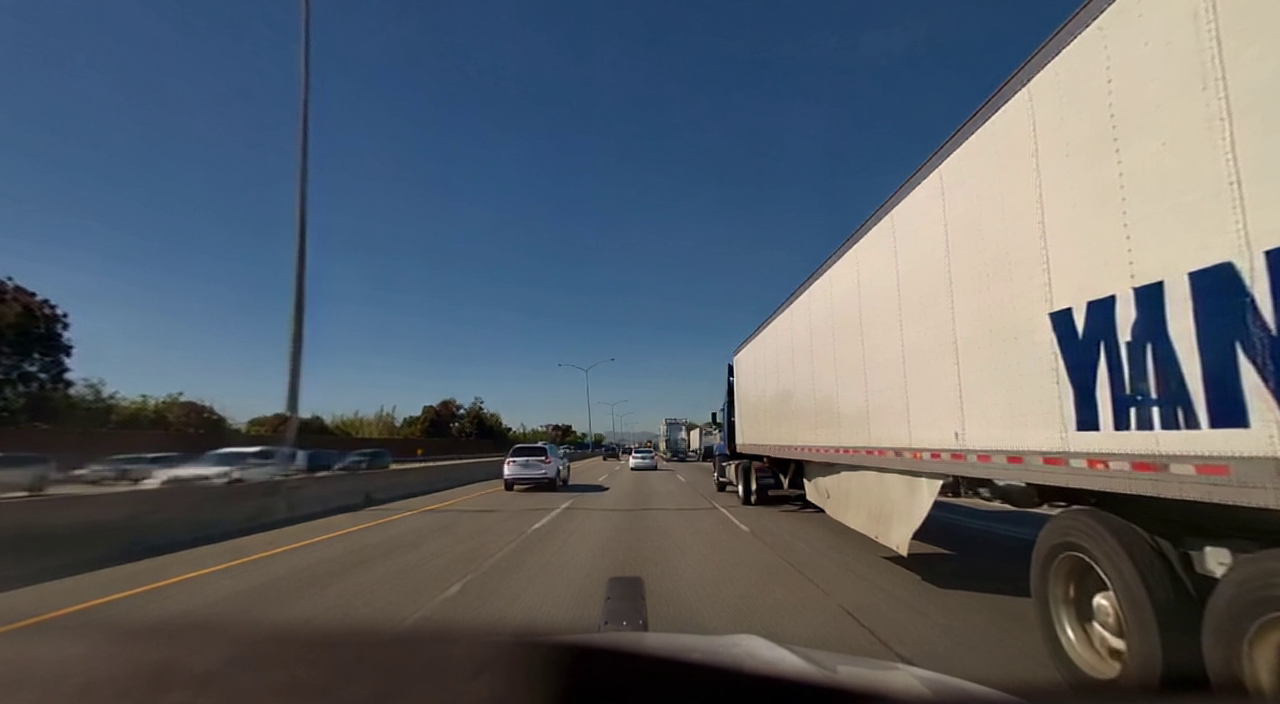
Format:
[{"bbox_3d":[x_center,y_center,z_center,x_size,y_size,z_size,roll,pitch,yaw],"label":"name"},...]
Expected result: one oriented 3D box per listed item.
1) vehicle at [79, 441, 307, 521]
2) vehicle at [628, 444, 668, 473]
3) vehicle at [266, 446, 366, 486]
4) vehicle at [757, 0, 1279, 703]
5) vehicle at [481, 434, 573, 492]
[{"bbox_3d":[-9.596,2.771,14.118,1.910,1.496,4.323,0,-9,0],"label":"vehicle"},{"bbox_3d":[0.409,5.738,34.300,2.063,1.469,4.208,0,-9,0],"label":"vehicle"},{"bbox_3d":[-16.079,5.670,31.728,2.097,1.801,5.408,0,-9,1],"label":"vehicle"},{"bbox_3d":[3.872,0.289,6.981,2.821,4.077,12.562,0,-9,0],"label":"vehicle"},{"bbox_3d":[-3.697,3.755,21.684,2.091,1.722,4.974,0,-9,2],"label":"vehicle"}]
